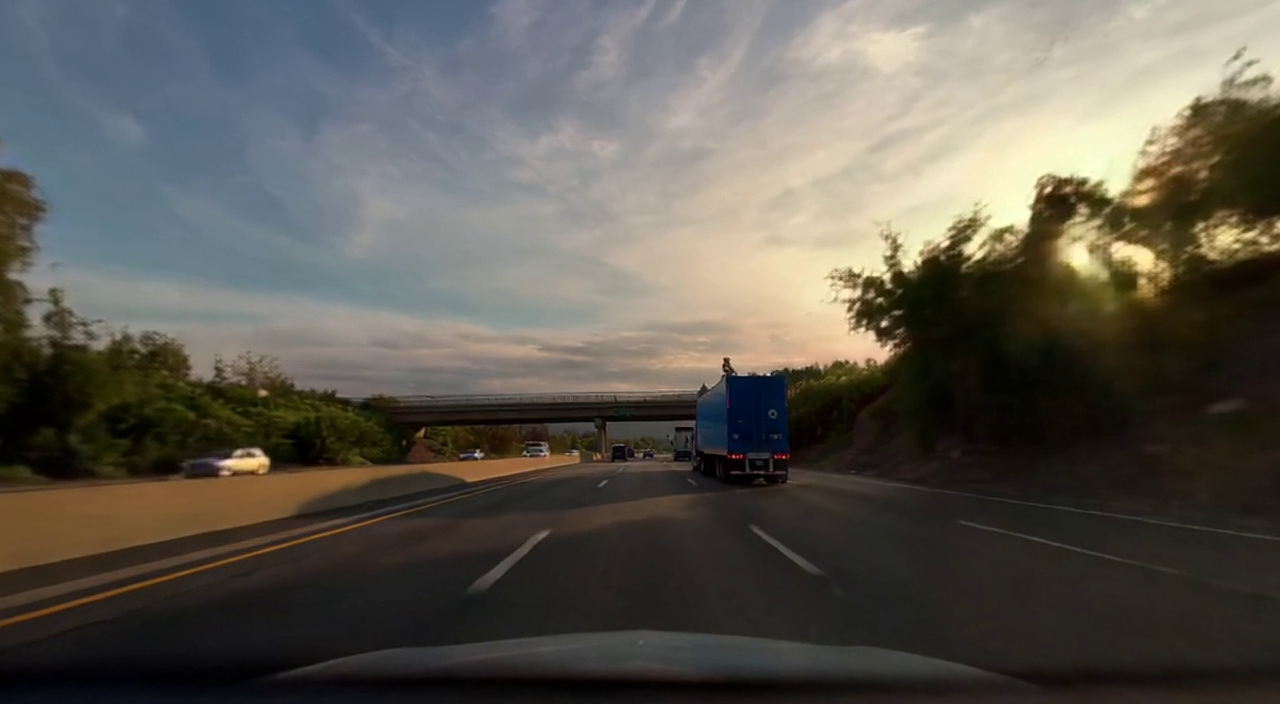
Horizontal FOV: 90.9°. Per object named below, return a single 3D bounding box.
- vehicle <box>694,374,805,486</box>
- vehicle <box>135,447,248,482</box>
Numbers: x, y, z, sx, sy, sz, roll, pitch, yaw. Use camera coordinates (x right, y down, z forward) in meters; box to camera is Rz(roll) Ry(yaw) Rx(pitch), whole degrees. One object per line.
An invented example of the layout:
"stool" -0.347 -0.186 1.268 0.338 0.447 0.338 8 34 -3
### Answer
"vehicle" 4.565 3.897 29.947 2.825 4.054 14.210 0 -9 0
"vehicle" -20.678 5.186 29.343 1.850 1.504 4.549 0 -9 1
